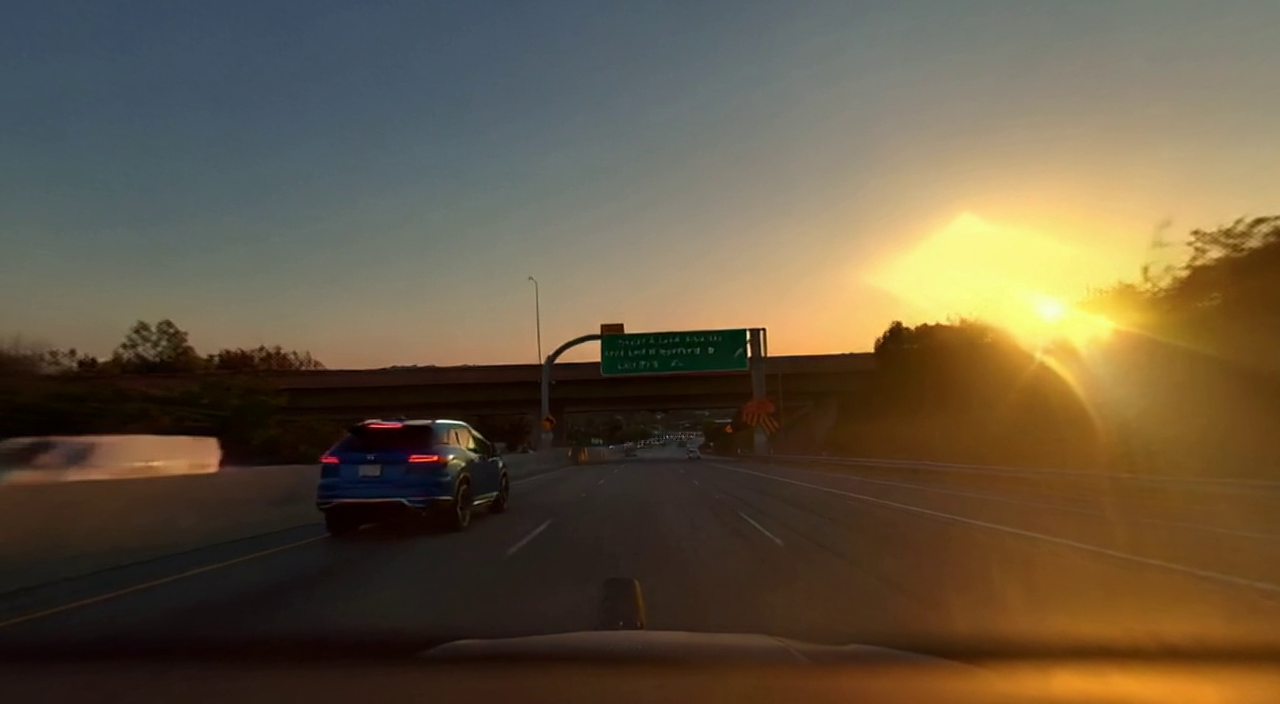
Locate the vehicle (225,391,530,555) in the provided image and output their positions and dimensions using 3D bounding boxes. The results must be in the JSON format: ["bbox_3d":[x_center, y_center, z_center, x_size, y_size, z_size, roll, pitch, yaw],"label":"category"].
[{"bbox_3d":[-3.618,1.860,10.402,2.431,1.928,5.760,0,-9,1],"label":"vehicle"}]
